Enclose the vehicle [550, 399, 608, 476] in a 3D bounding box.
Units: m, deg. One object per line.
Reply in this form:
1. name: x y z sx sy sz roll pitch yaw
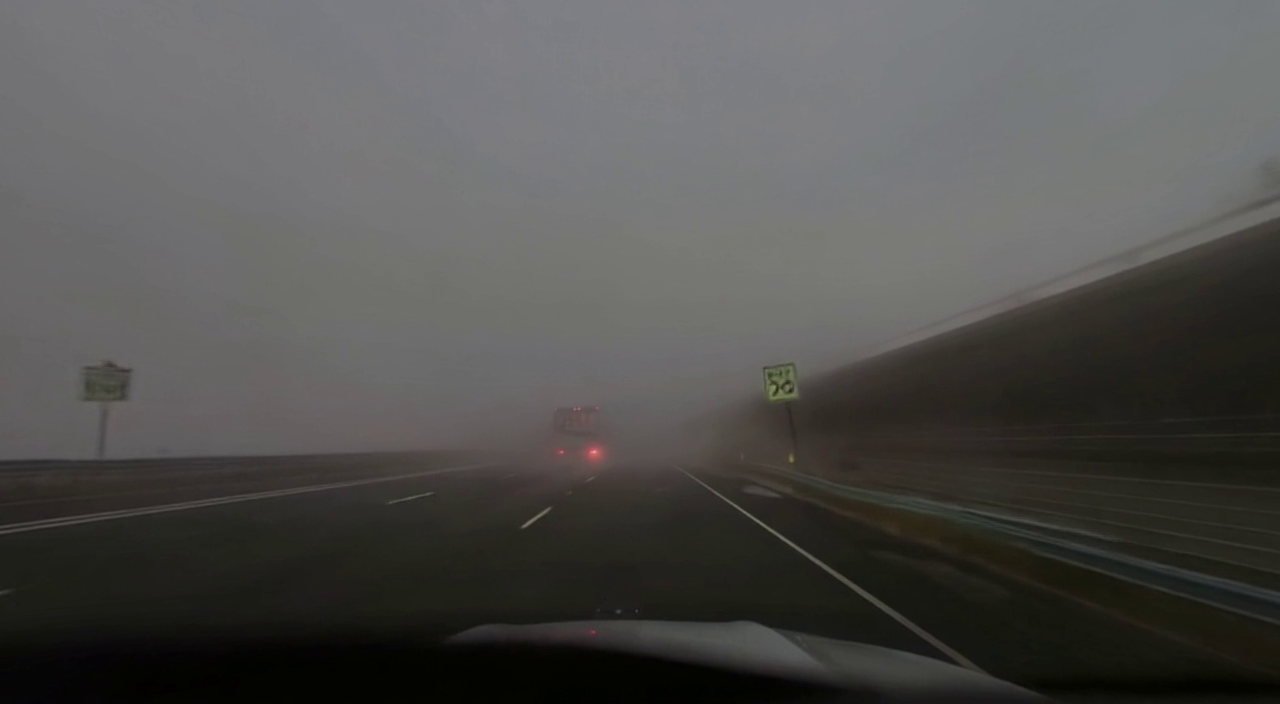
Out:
1. vehicle: -3.557 5.295 38.955 2.796 4.184 8.554 1 -8 0
